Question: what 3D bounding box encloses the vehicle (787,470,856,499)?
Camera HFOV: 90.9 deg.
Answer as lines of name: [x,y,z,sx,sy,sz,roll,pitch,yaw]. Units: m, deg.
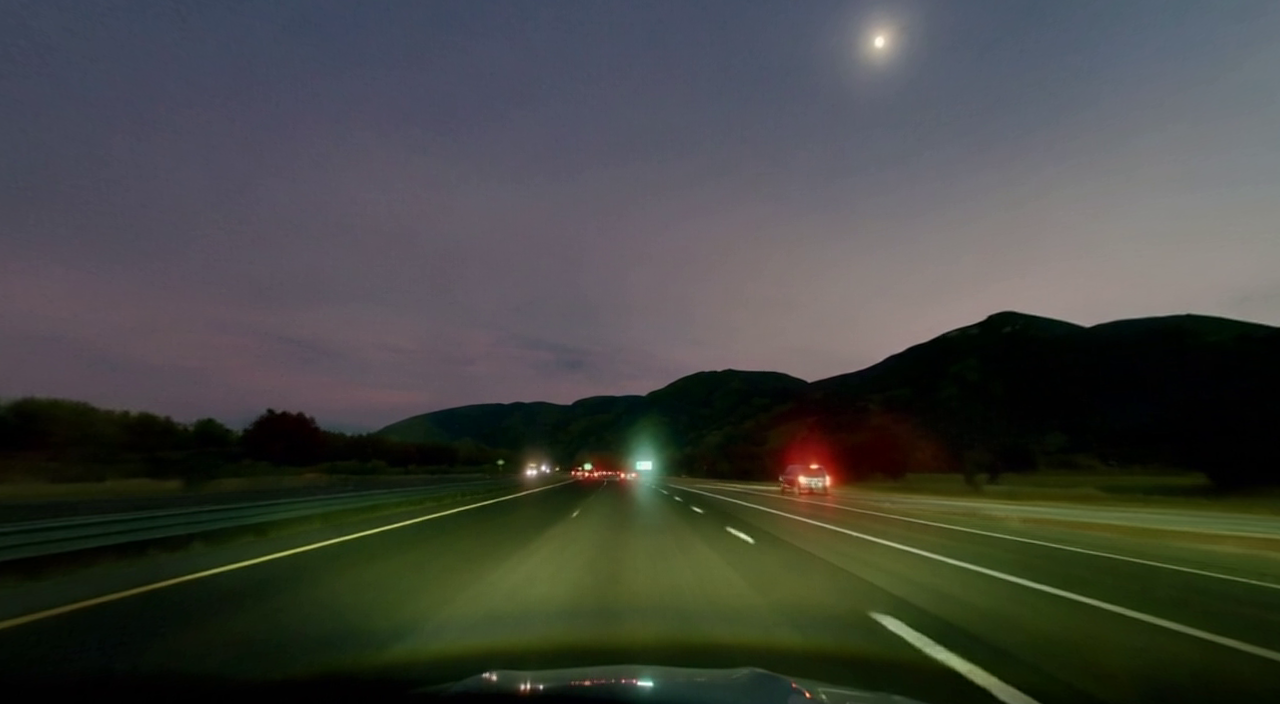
vehicle: [11.677,8.561,40.934,2.089,1.770,4.571,4,-11,-17]
